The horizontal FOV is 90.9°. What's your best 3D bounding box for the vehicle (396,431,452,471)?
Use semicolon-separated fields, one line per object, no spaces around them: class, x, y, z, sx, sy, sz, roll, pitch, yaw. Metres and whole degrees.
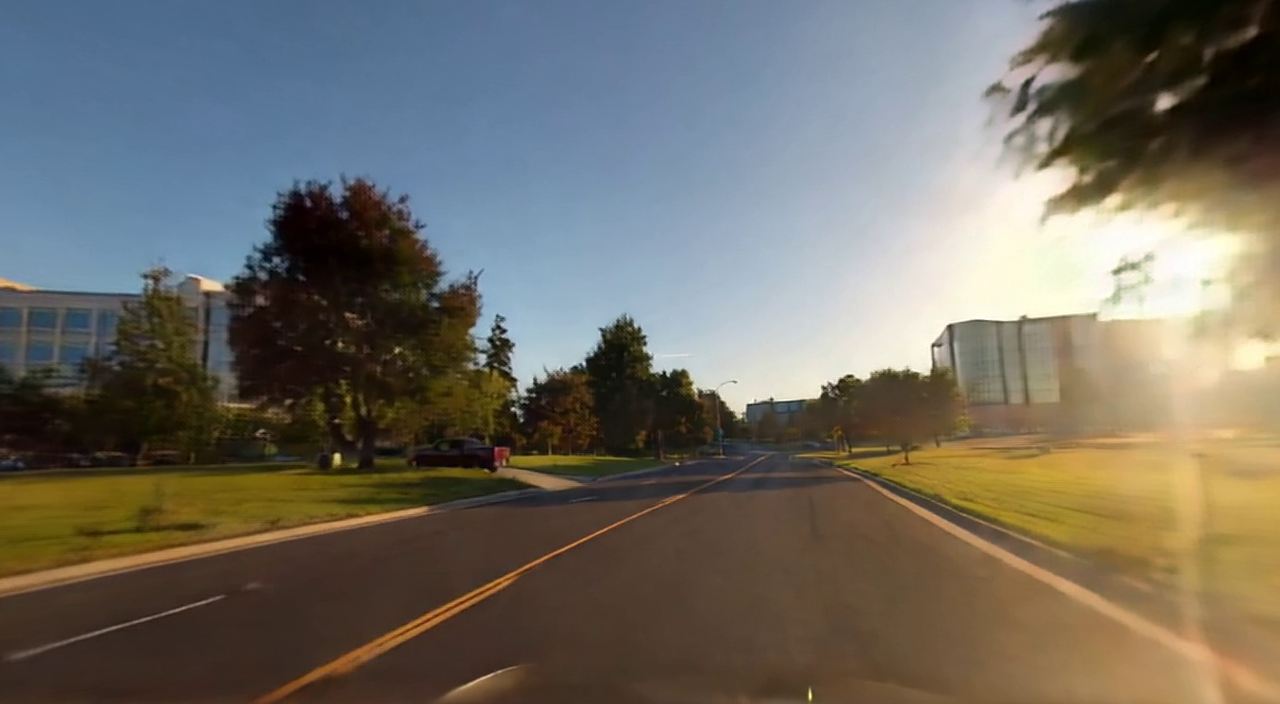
vehicle;-10.553;4.781;30.638;2.192;1.740;4.521;4;-9;-22

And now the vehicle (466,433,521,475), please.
vehicle;-6.927;4.846;30.058;2.244;1.796;5.170;2;-9;-12
